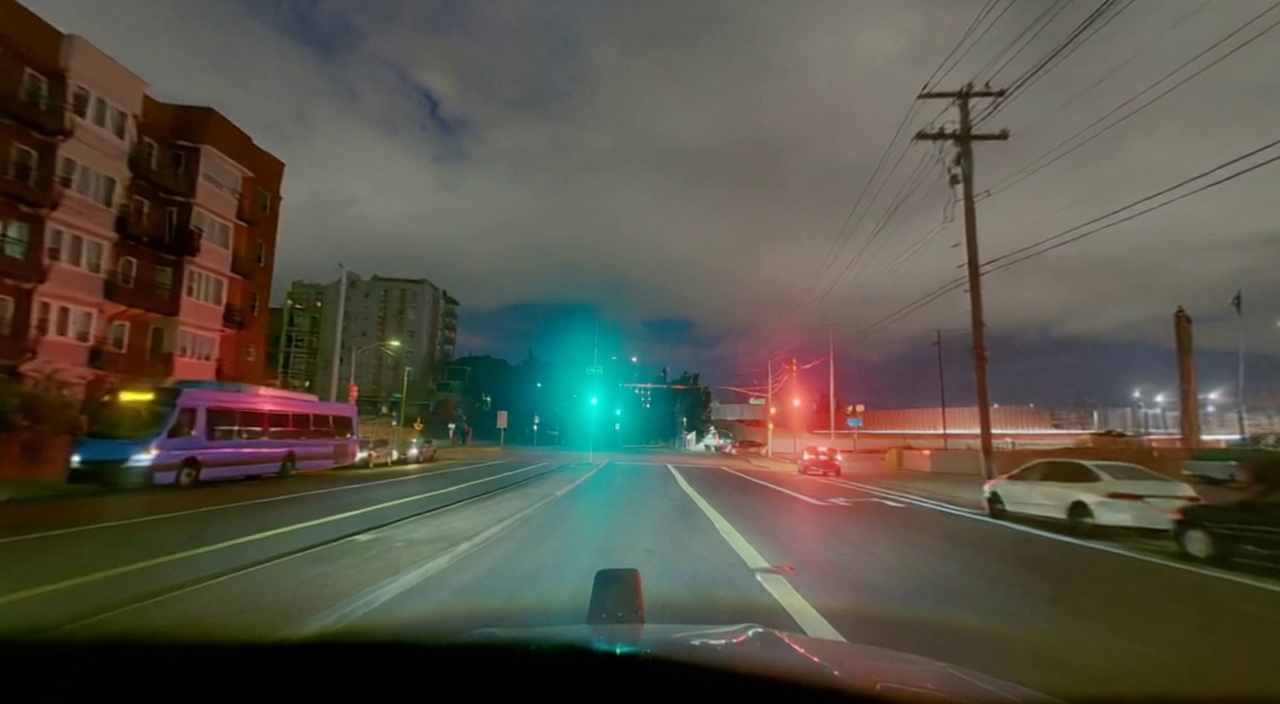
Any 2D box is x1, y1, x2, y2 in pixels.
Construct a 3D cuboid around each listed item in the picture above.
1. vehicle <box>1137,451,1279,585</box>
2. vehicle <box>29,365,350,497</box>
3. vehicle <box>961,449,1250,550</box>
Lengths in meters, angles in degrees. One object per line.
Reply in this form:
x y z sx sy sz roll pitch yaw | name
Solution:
8.183 1.821 6.714 1.996 1.473 4.740 0 -8 1 | vehicle
-13.653 2.703 20.961 3.060 3.307 9.997 0 -8 1 | vehicle
8.235 2.582 11.880 1.914 1.473 4.507 0 -8 -1 | vehicle
